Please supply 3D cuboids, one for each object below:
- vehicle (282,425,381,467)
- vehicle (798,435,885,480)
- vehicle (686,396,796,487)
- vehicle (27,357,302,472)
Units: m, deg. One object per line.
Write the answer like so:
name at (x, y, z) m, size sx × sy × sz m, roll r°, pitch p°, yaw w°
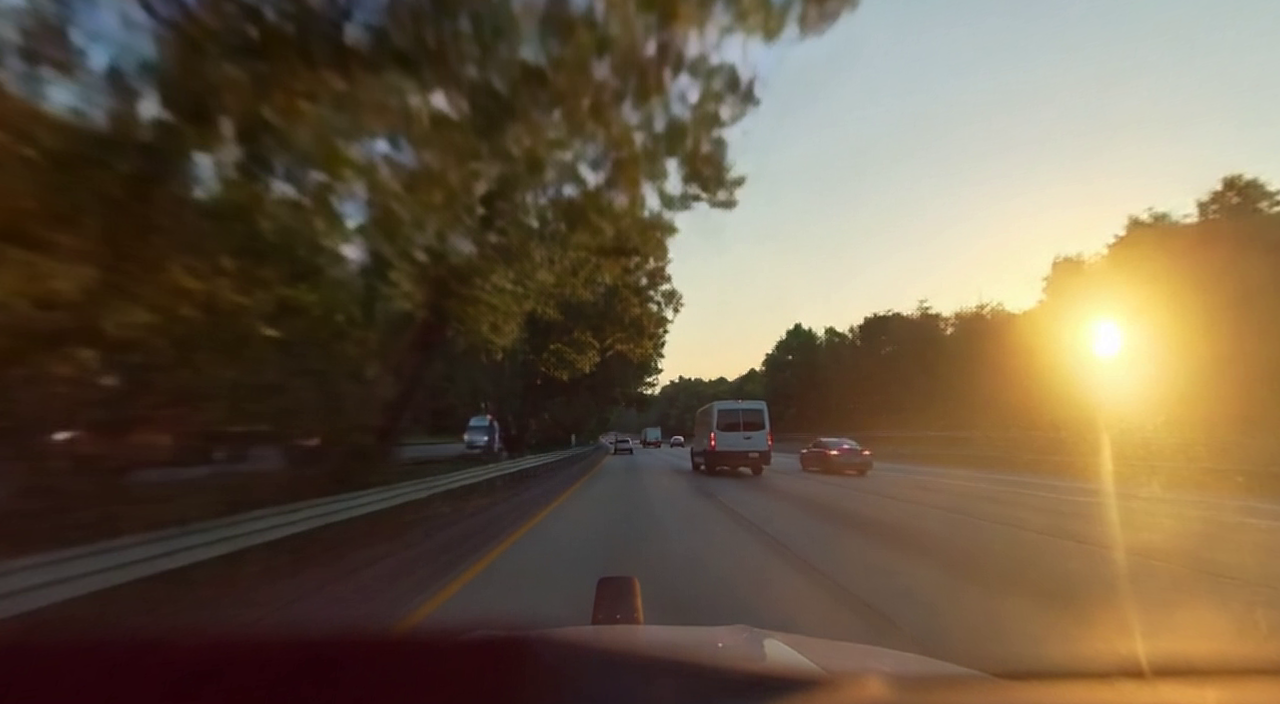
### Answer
vehicle at (-11.429, 3.498, 23.641) m, size 1.792 × 1.443 × 3.754 m, roll 0°, pitch -8°, yaw 0°
vehicle at (7.290, 3.817, 23.205) m, size 1.821 × 1.468 × 3.805 m, roll 0°, pitch -8°, yaw -2°
vehicle at (2.997, 2.854, 20.285) m, size 2.436 × 2.521 × 5.409 m, roll 0°, pitch -8°, yaw -2°
vehicle at (-17.139, 2.542, 24.141) m, size 2.966 × 3.511 × 9.629 m, roll 0°, pitch -8°, yaw 0°
